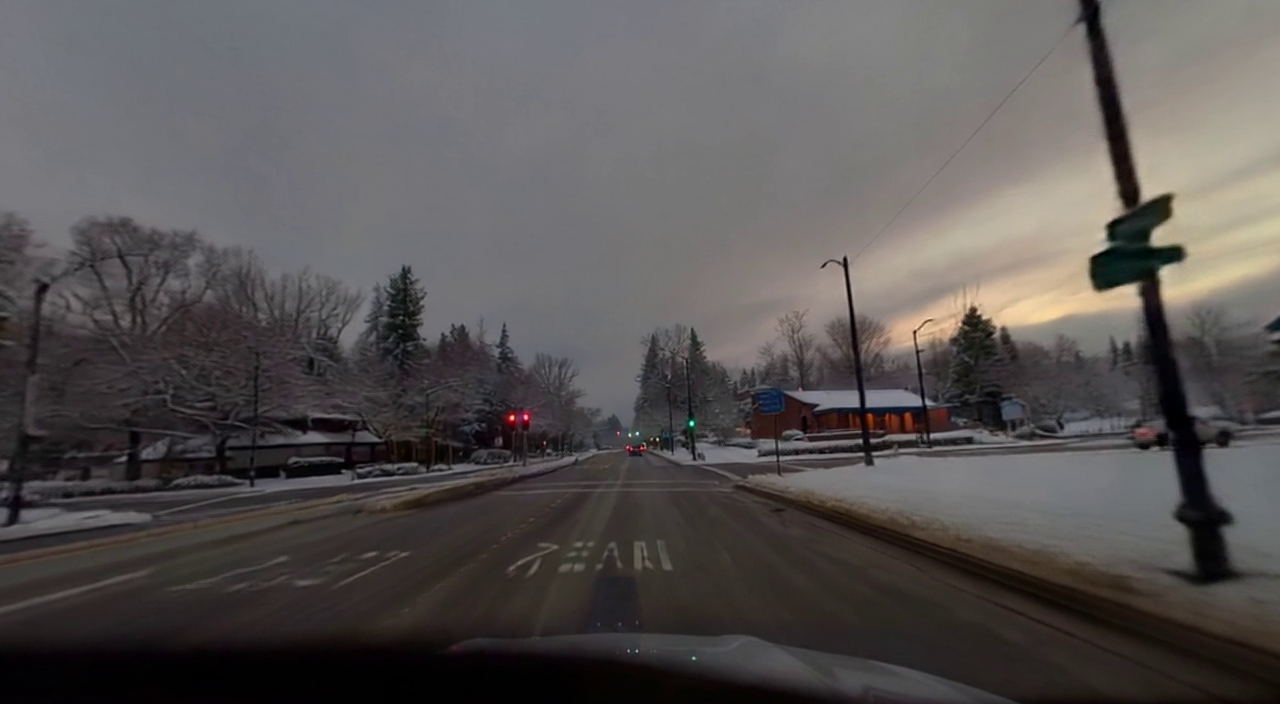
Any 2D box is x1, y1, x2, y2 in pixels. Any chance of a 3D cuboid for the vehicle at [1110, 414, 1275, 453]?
[{"bbox_3d":[23.422,3.500,26.965,4.902,1.519,2.182,-1,-9,1],"label":"vehicle"}]
